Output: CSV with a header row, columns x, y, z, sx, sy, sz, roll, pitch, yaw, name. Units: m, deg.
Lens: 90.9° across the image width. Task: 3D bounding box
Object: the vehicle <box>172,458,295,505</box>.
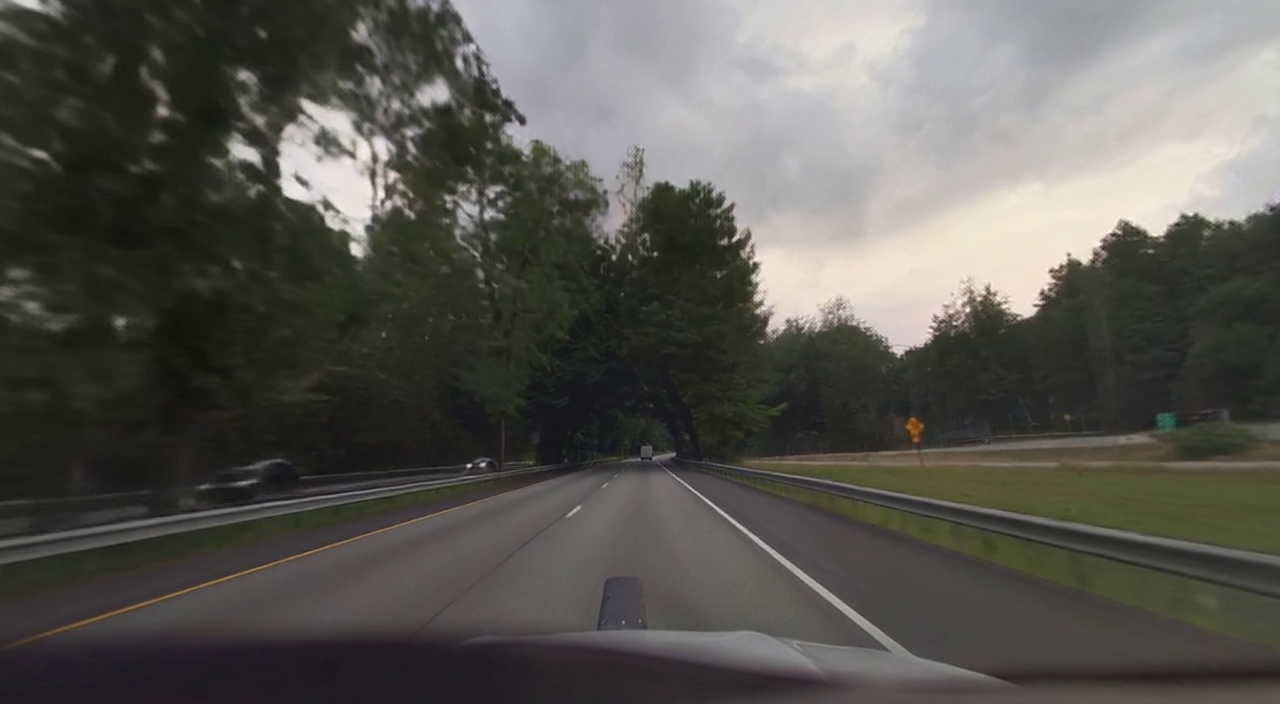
x,y,z,sx,sy,sz,roll,pitch,yaw,name
-15.069,4.784,23.661,1.831,1.543,4.034,0,-9,2,vehicle
